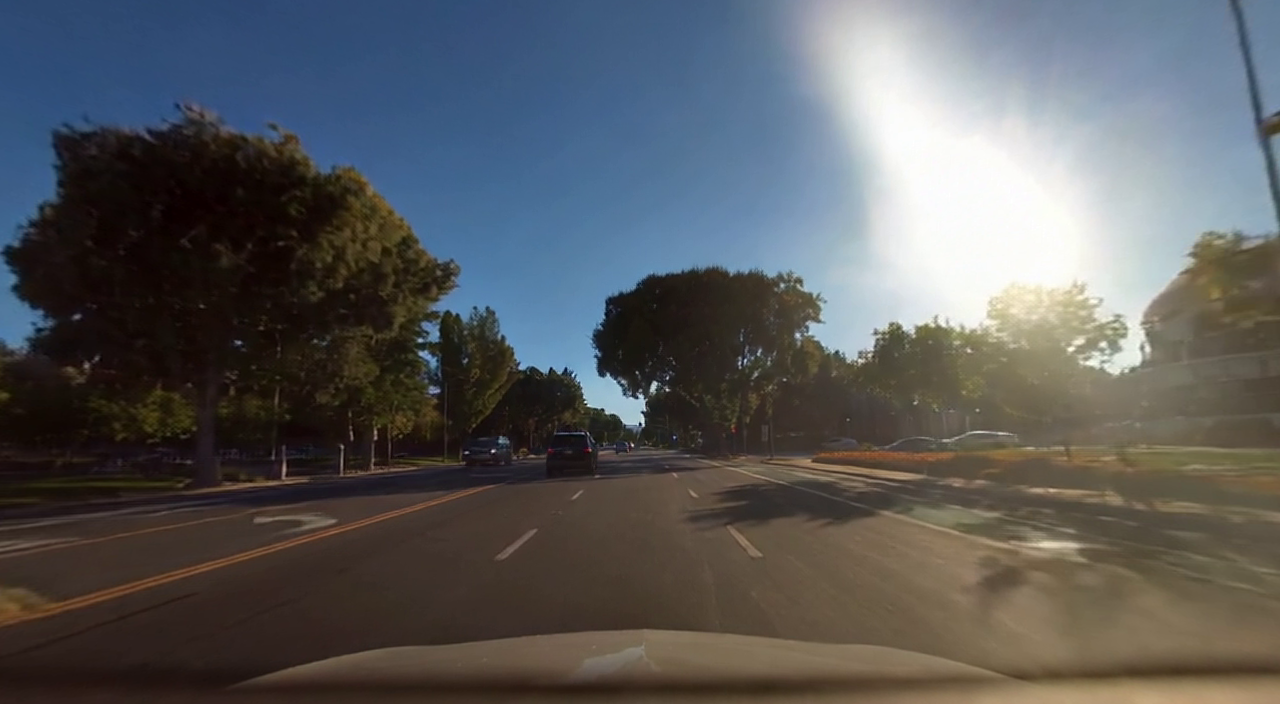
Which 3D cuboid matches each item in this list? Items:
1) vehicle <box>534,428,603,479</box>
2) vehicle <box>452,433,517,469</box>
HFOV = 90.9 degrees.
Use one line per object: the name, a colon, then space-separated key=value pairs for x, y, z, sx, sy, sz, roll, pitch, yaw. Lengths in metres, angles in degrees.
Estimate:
vehicle: x=-2.791 y=4.107 z=25.756 sx=2.179 sy=1.851 sz=4.756 roll=0 pitch=-8 yaw=1
vehicle: x=-9.094 y=5.843 z=37.426 sx=2.302 sy=1.969 sz=5.769 roll=0 pitch=-8 yaw=1
